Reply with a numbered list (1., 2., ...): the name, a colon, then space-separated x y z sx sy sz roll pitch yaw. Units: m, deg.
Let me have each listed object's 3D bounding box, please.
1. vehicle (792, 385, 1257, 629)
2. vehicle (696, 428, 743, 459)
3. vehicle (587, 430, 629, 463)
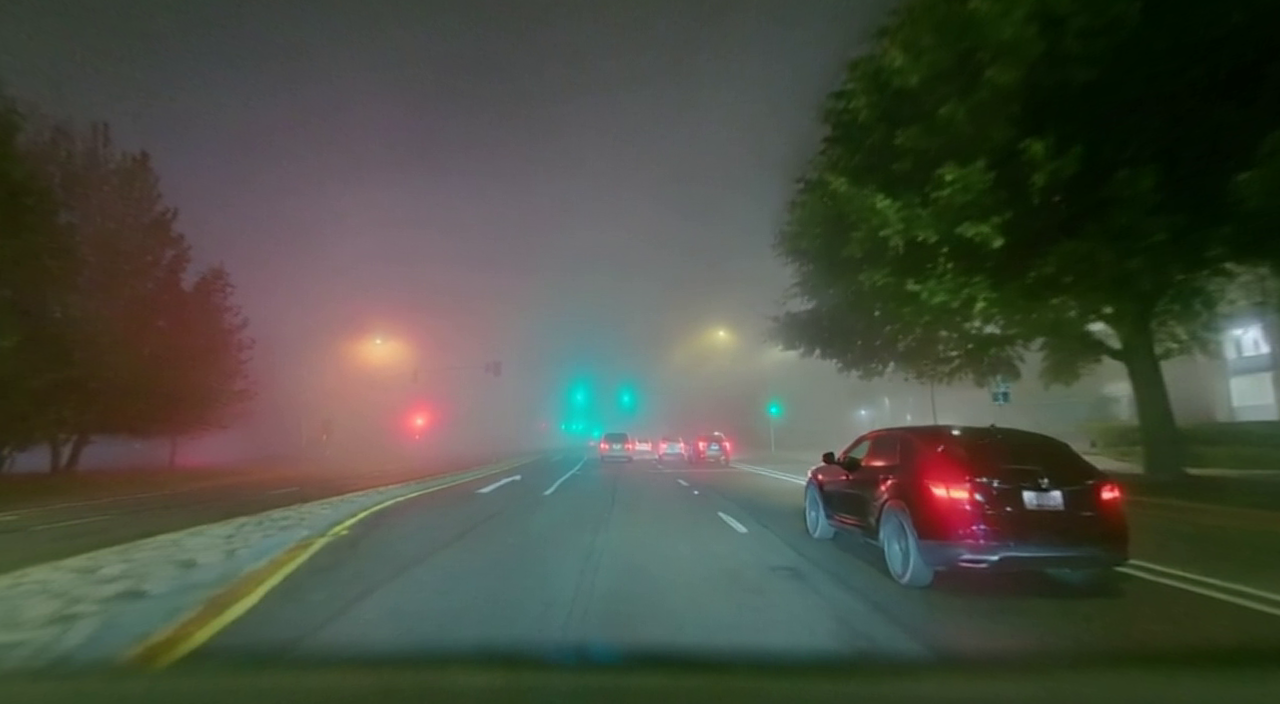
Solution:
1. vehicle: 3.232 1.387 6.754 1.893 1.664 4.670 0 -8 -2
2. vehicle: 5.230 6.114 42.372 2.052 1.886 5.297 1 -8 -4
3. vehicle: -1.744 5.053 33.930 2.101 1.641 4.341 1 -8 -3
